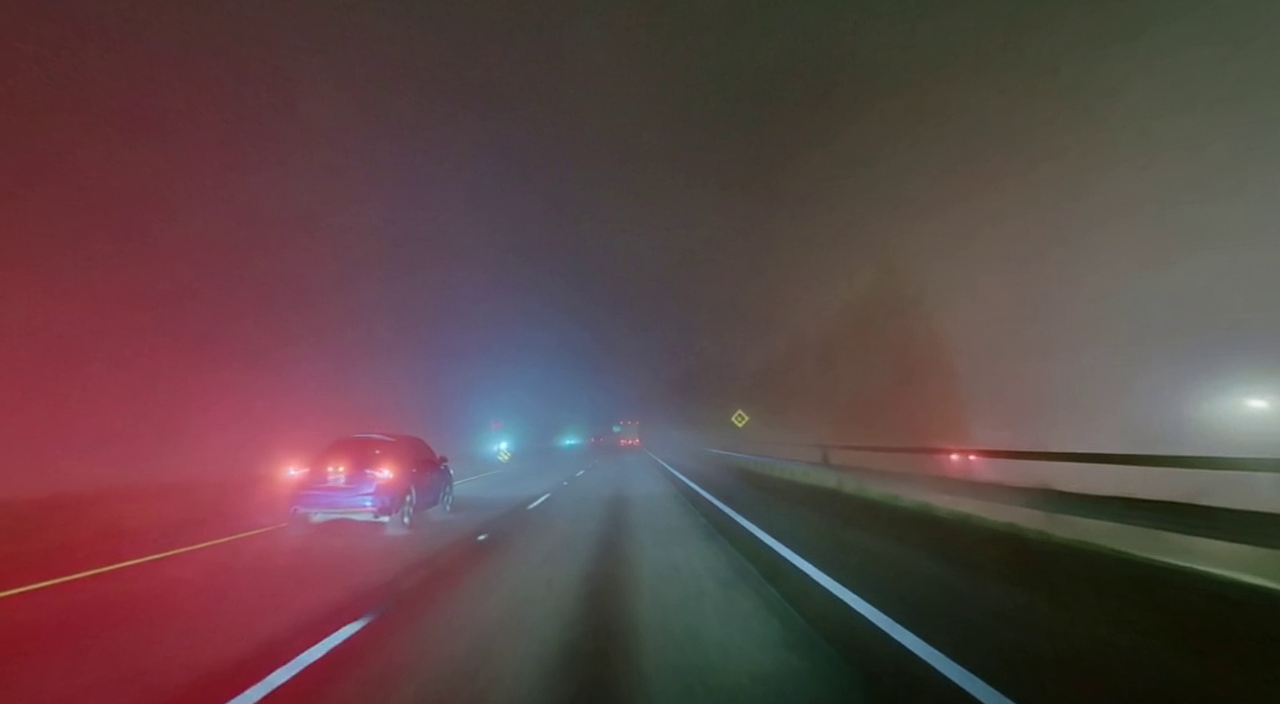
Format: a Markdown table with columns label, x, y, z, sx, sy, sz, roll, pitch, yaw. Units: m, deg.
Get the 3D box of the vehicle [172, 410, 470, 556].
| label | x | y | z | sx | sy | sz | roll | pitch | yaw |
| --- | --- | --- | --- | --- | --- | --- | --- | --- | --- |
| vehicle | -4.274 | 1.811 | 9.587 | 2.123 | 1.655 | 4.688 | 0 | -8 | -1 |
